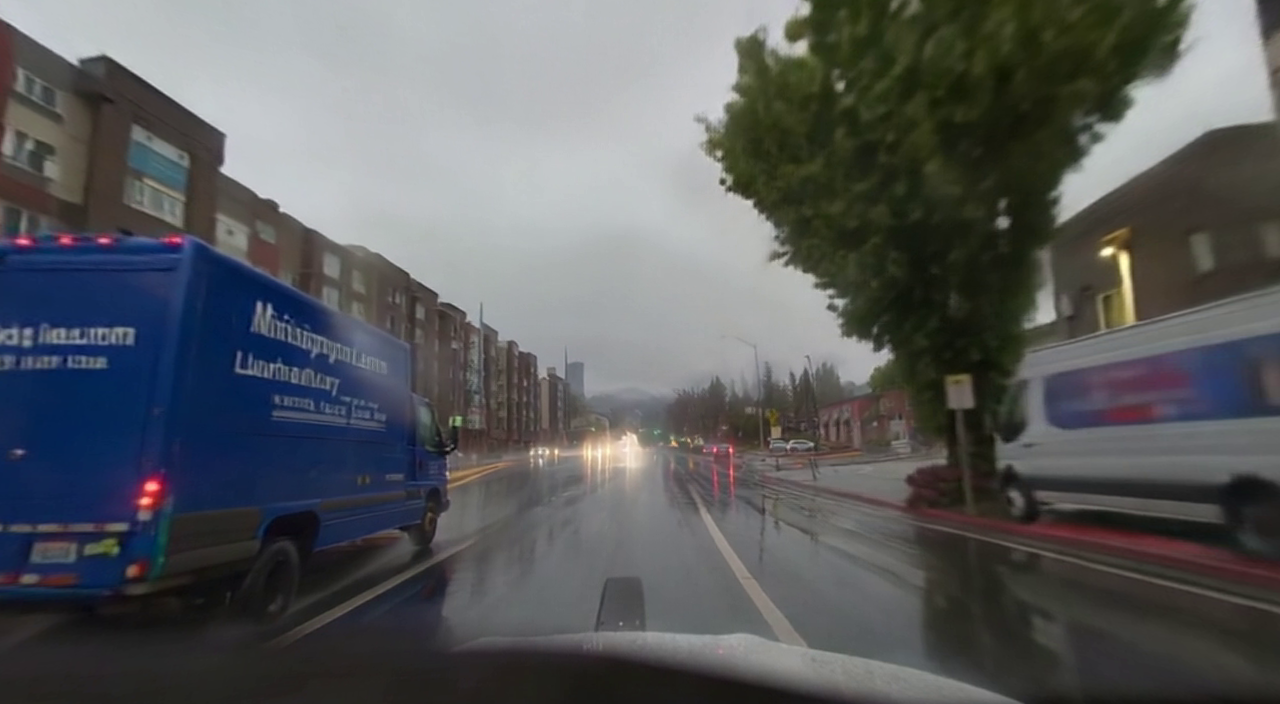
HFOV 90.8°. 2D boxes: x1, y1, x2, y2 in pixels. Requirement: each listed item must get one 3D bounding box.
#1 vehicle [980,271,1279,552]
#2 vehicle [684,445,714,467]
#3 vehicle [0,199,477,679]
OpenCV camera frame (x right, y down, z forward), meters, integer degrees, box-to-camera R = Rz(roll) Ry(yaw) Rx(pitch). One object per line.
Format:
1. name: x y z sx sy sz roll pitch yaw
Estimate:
1. vehicle: 8.855 1.053 9.830 2.882 3.208 7.609 0 -8 1
2. vehicle: 4.427 7.835 47.731 1.878 1.534 4.120 0 -8 0
3. vehicle: -4.351 1.016 7.681 2.763 2.974 7.562 0 -8 -1
